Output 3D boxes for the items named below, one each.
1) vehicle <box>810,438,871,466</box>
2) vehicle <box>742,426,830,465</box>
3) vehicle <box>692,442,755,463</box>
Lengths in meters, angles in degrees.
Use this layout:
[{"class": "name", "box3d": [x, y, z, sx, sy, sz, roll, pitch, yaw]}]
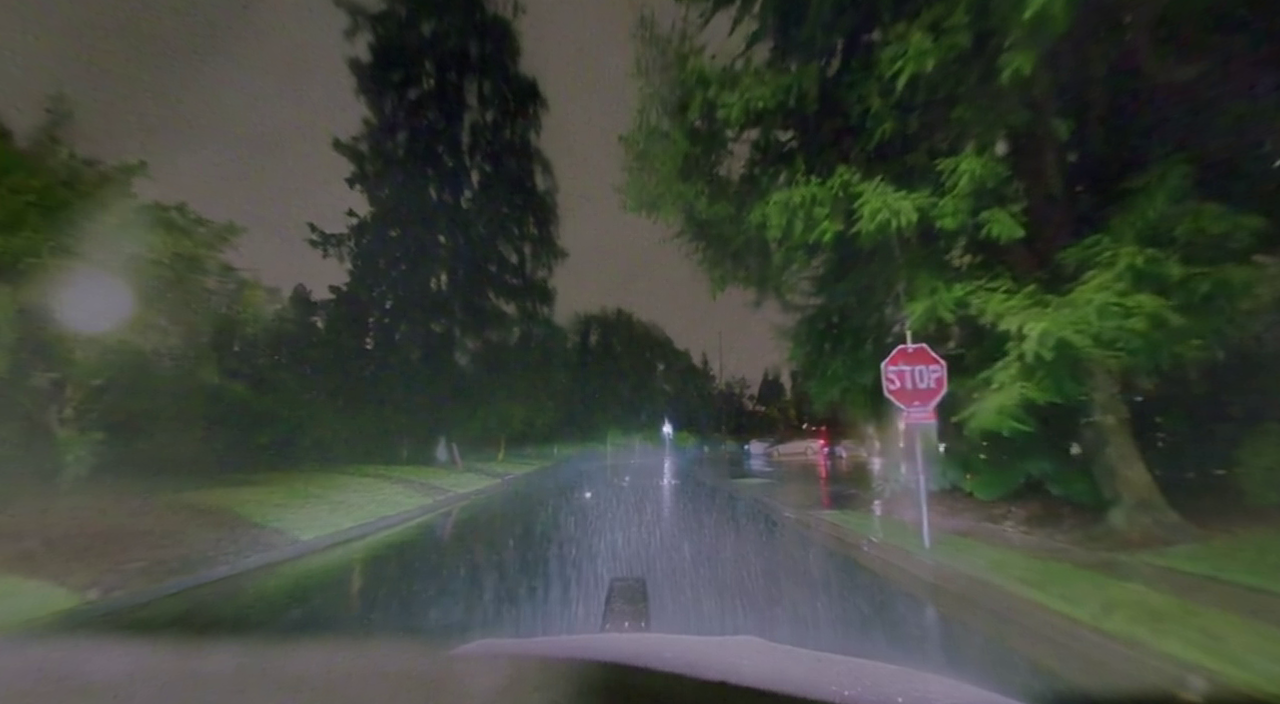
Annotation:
[{"class": "vehicle", "box3d": [11.656, 5.745, 36.396, 2.004, 1.511, 4.494, -6, -10, 35]}, {"class": "vehicle", "box3d": [9.798, 6.268, 42.560, 5.239, 1.933, 2.131, -5, -3, -3]}, {"class": "vehicle", "box3d": [5.928, 7.216, 45.223, 4.229, 1.402, 1.811, 0, -8, 0]}]
